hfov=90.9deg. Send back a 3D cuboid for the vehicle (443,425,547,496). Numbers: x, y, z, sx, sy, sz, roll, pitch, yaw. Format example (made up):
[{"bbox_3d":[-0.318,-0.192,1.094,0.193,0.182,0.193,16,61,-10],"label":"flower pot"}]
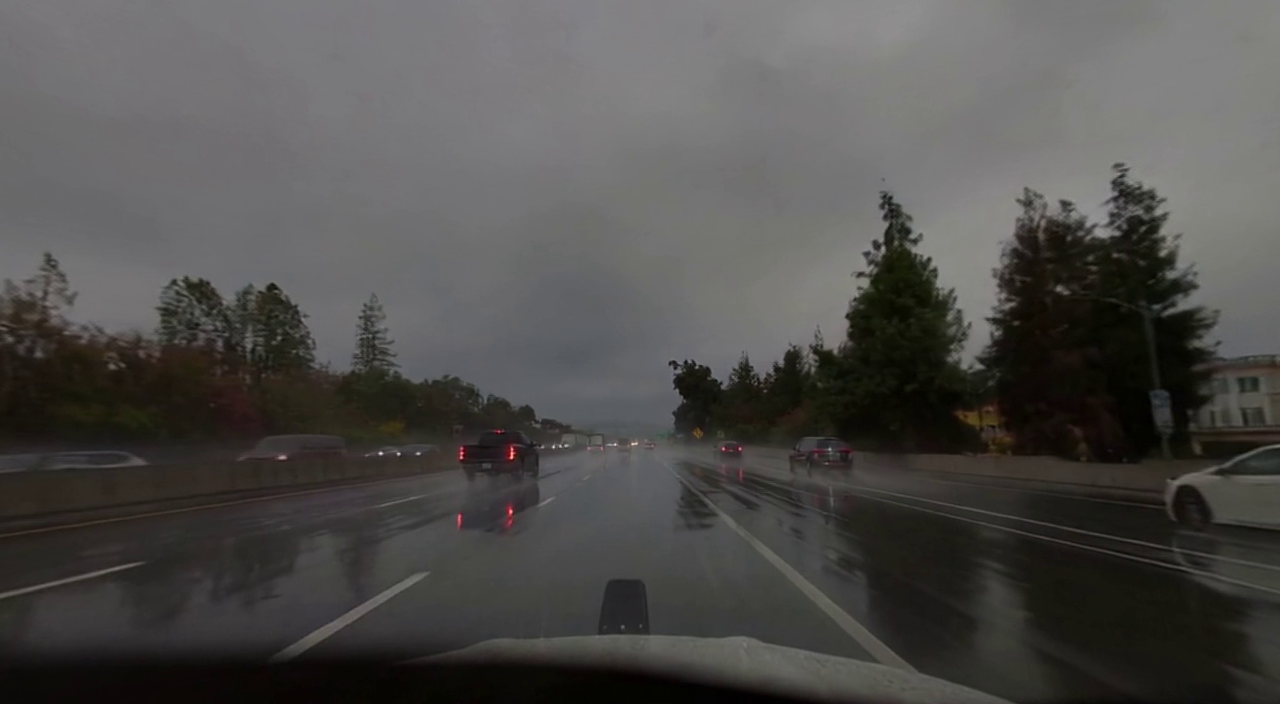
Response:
[{"bbox_3d":[-4.282,3.293,19.558,1.994,1.911,4.819,0,-8,1],"label":"vehicle"}]

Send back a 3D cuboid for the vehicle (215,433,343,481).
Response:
[{"bbox_3d":[-17.237,5.046,30.637,2.477,2.066,5.967,0,-8,2],"label":"vehicle"}]

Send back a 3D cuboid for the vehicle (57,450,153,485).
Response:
[{"bbox_3d":[-36.291,7.805,43.003,2.116,2.227,5.081,0,-8,-1],"label":"vehicle"}]

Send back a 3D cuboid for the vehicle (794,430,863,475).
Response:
[{"bbox_3d":[9.534,5.114,32.325,2.061,2.115,4.635,0,-8,0],"label":"vehicle"}]

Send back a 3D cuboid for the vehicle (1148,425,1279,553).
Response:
[{"bbox_3d":[9.235,1.749,8.012,1.971,1.638,4.295,0,-8,1],"label":"vehicle"}]
